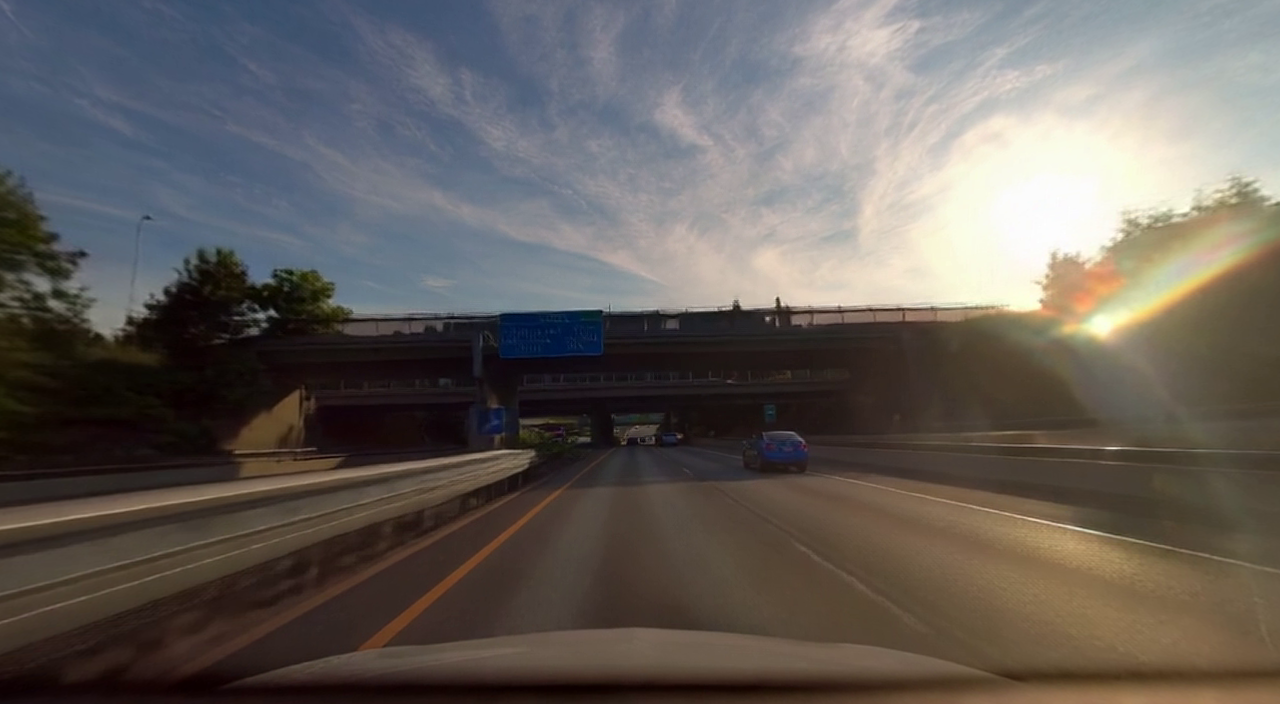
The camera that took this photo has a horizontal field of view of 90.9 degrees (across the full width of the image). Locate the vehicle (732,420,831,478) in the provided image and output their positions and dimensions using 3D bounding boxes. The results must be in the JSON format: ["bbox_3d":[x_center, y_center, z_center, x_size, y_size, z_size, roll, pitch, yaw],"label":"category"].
[{"bbox_3d":[4.359,3.063,20.132,2.073,1.651,4.065,0,-8,-2],"label":"vehicle"}]
